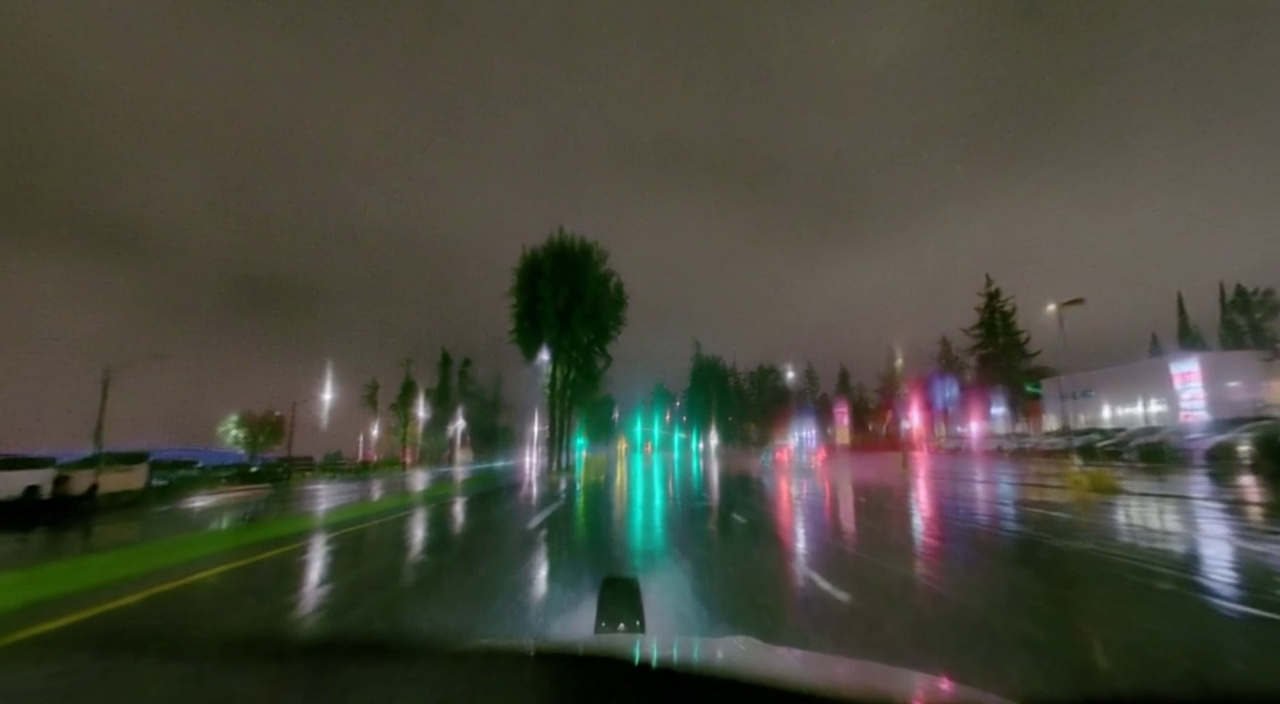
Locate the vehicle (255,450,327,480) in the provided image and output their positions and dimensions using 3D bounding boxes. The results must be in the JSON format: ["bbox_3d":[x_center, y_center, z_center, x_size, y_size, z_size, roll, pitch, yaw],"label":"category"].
[{"bbox_3d":[-24.950,8.051,45.083,5.468,1.809,2.141,-9,-10,32],"label":"vehicle"}]

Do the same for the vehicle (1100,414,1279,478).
[{"bbox_3d":[20.237,3.443,23.127,5.006,1.943,1.994,-3,-9,0],"label":"vehicle"}]

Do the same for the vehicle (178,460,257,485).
[{"bbox_3d":[-29.001,8.256,43.591,1.864,1.502,4.731,-1,-9,6],"label":"vehicle"}]

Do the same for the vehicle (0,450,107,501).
[{"bbox_3d":[-25.074,4.950,25.255,5.166,1.832,2.213,0,-9,-15],"label":"vehicle"}]
